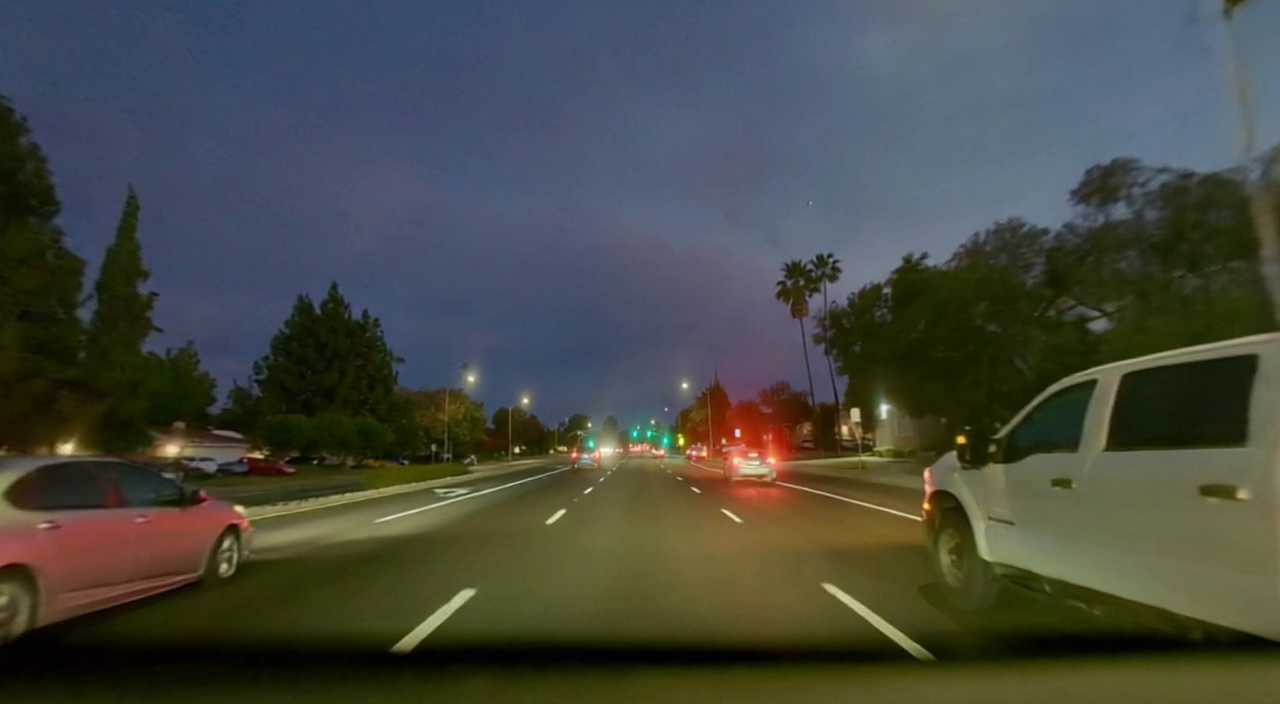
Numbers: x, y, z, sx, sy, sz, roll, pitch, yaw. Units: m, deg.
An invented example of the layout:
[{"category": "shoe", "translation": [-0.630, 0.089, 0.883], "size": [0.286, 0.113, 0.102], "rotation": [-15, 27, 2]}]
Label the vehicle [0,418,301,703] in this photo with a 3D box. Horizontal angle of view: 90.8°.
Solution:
[{"category": "vehicle", "translation": [-4.473, 1.264, 4.352], "size": [2.094, 1.509, 4.286], "rotation": [0, -8, -4]}]

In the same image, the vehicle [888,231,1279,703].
[{"category": "vehicle", "translation": [3.422, 0.682, 2.611], "size": [2.478, 2.030, 5.723], "rotation": [0, -8, 0]}]

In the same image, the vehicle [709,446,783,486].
[{"category": "vehicle", "translation": [4.122, 4.528, 25.526], "size": [2.149, 1.421, 4.805], "rotation": [0, -8, 0]}]

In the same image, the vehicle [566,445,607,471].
[{"category": "vehicle", "translation": [-3.399, 6.817, 40.963], "size": [2.263, 1.548, 4.555], "rotation": [0, -8, 0]}]
